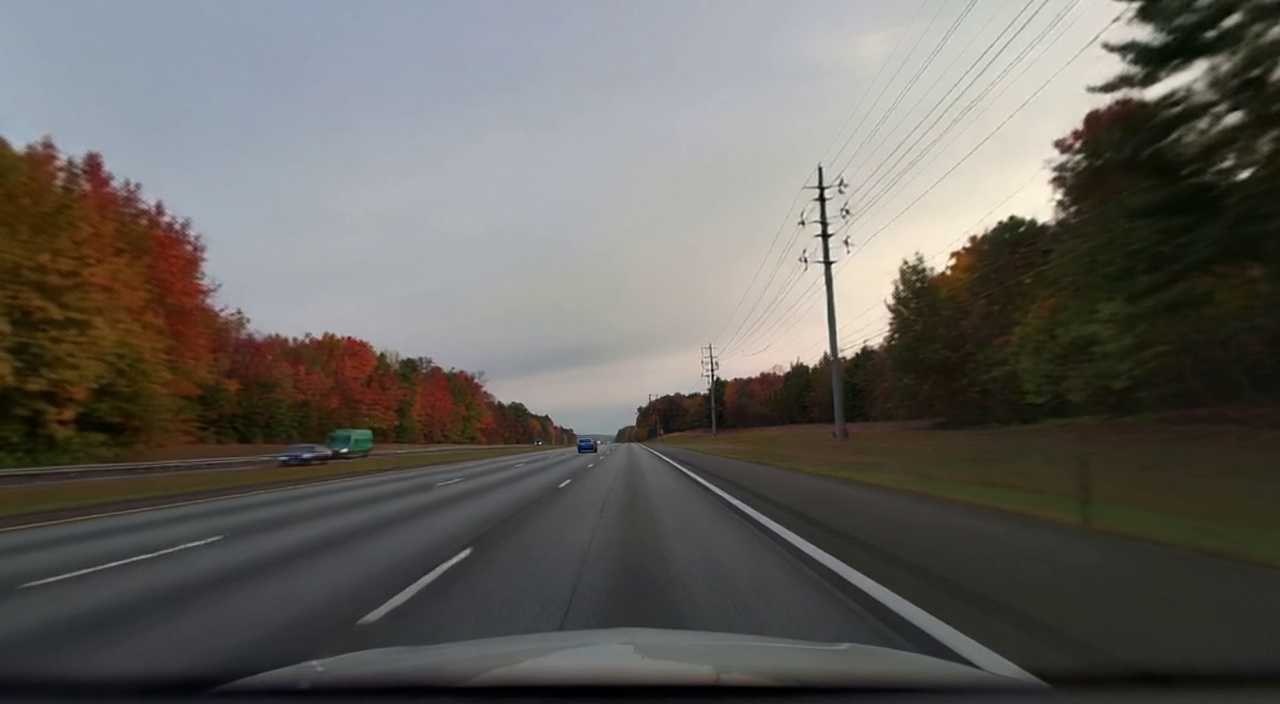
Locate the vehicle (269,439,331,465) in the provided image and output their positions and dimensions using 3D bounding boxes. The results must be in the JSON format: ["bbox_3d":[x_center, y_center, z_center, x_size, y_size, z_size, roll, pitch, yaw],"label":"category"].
[{"bbox_3d":[-21.262,6.255,39.458,1.760,1.492,3.840,0,-8,-1],"label":"vehicle"}]
